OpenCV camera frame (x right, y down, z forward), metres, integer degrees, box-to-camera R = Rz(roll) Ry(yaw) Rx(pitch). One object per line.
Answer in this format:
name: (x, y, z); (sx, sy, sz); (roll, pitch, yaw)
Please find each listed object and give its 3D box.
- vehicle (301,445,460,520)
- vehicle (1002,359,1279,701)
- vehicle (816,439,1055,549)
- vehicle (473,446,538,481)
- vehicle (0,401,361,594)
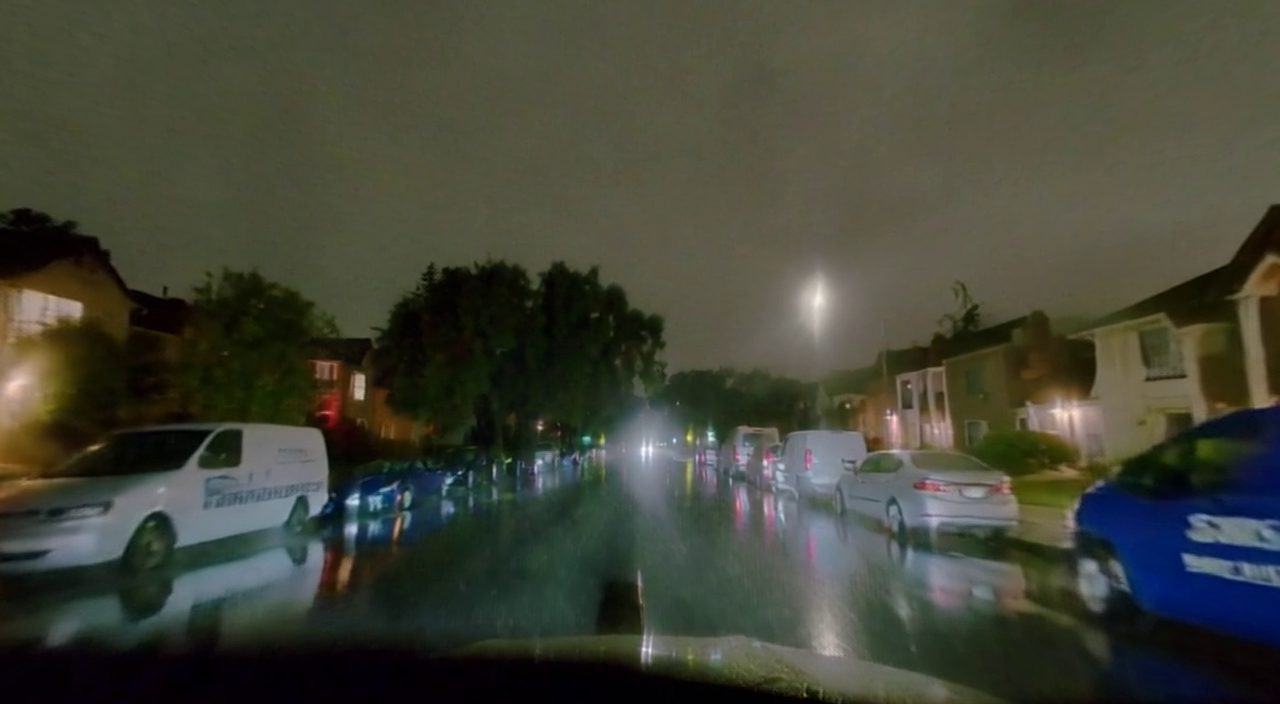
vehicle: (-6.265, 3.157, 15.978); (1.840, 1.476, 4.739); (-2, -8, 3)
vehicle: (4.429, 0.961, 3.430); (1.985, 1.819, 5.163); (0, -8, 2)
vehicle: (4.566, 2.224, 10.687); (1.811, 1.439, 4.521); (0, -8, -1)
vehicle: (-6.182, 5.151, 29.637); (1.869, 1.467, 4.921); (-1, -8, 2)
vehicle: (-6.685, 1.948, 9.602); (2.085, 1.997, 5.755); (-2, -8, 2)
